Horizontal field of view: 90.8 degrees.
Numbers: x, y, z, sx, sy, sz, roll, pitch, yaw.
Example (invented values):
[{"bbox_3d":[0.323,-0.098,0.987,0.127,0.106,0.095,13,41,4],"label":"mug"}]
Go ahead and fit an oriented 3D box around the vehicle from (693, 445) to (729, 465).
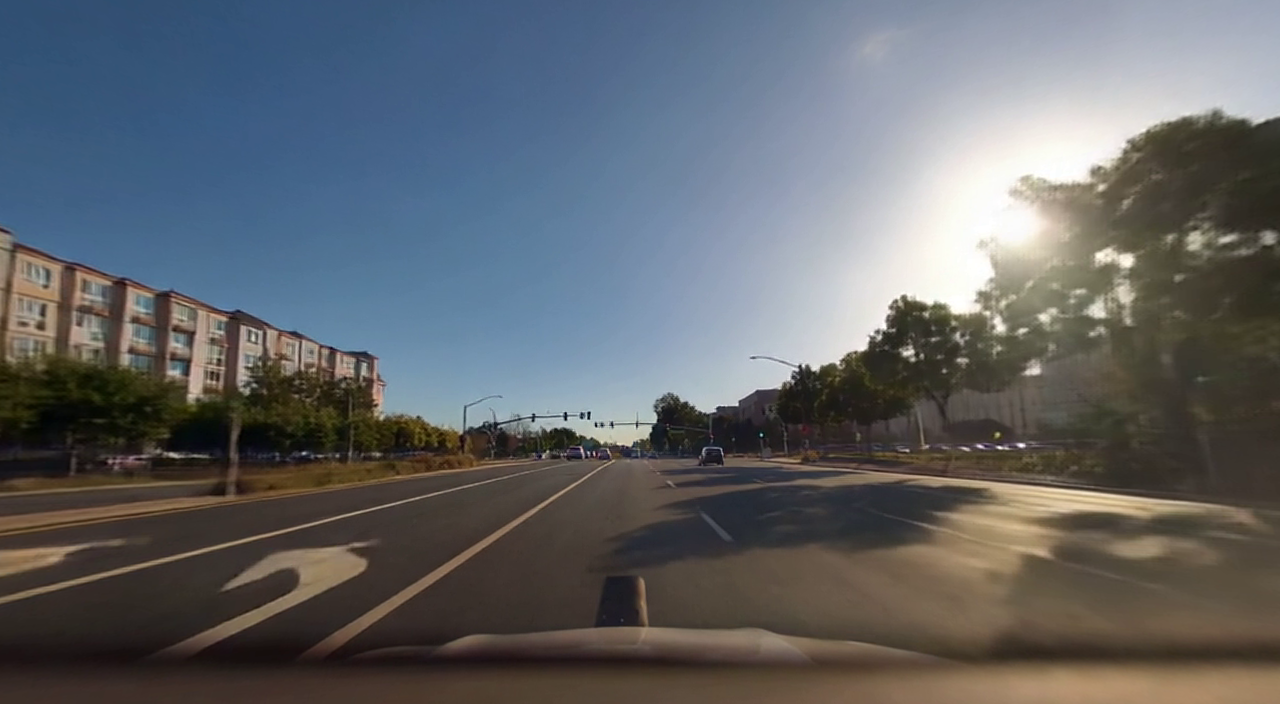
[{"bbox_3d":[5.409,7.920,48.738,2.187,1.475,4.529,0,-8,-2],"label":"vehicle"}]
